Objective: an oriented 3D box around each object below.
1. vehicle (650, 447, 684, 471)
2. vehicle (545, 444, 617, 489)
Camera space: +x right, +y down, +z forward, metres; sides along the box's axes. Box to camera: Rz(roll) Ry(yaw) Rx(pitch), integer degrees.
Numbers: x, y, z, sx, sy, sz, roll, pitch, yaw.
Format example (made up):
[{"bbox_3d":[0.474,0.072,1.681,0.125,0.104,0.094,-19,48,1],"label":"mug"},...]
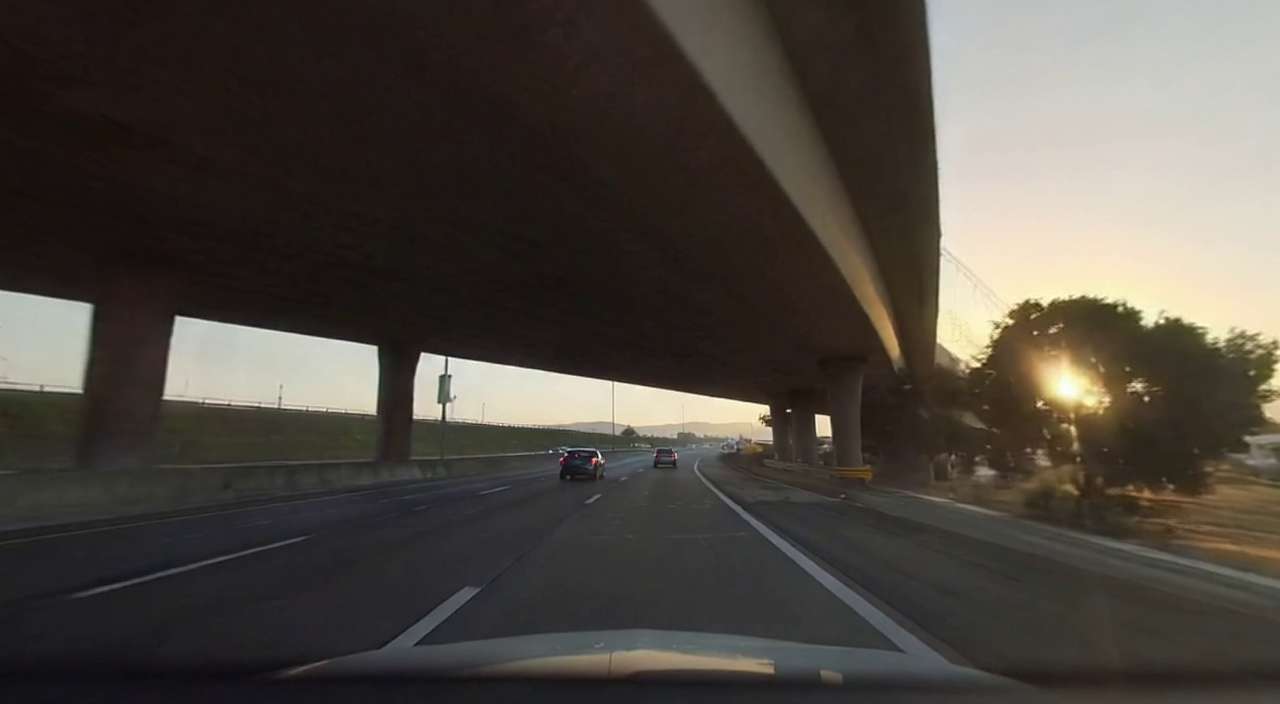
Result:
[{"bbox_3d":[1.802,7.045,41.692,2.129,1.502,4.321,0,-9,2],"label":"vehicle"},{"bbox_3d":[-2.163,4.368,24.373,2.129,1.563,4.387,-1,-9,3],"label":"vehicle"}]
